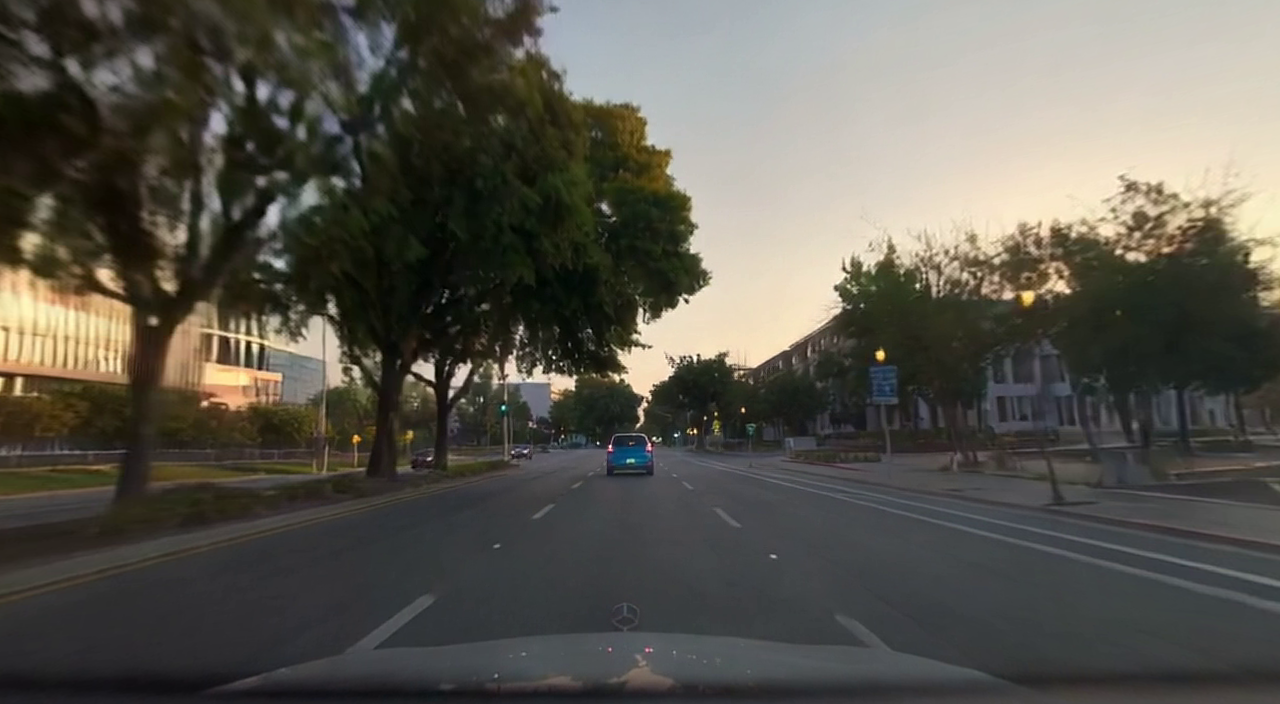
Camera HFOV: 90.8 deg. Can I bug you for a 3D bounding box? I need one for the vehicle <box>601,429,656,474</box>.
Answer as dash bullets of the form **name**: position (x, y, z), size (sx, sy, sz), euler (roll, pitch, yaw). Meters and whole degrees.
- **vehicle**: position (-0.510, 4.548, 28.952), size (2.313, 1.860, 4.319), euler (0, -9, 0)
